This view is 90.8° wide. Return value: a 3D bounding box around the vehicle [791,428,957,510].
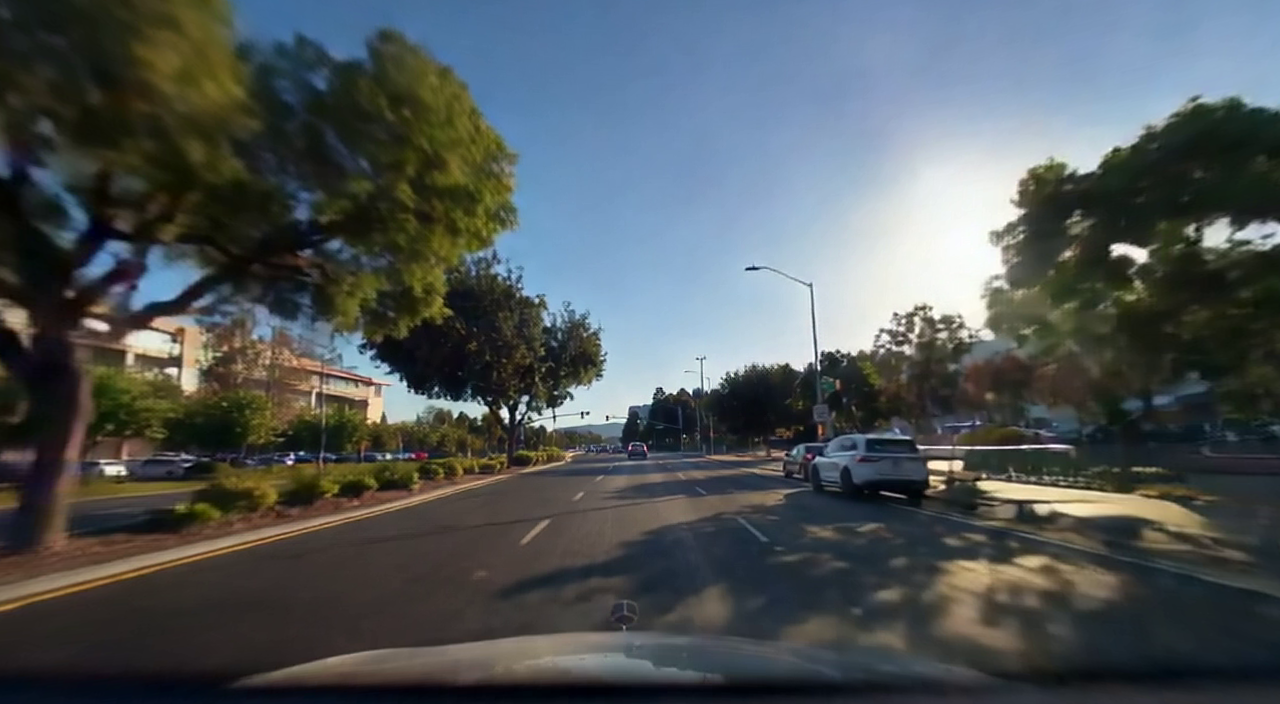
[{"bbox_3d":[5.867,2.991,16.720,2.295,1.804,4.971,0,-8,-2],"label":"vehicle"}]
